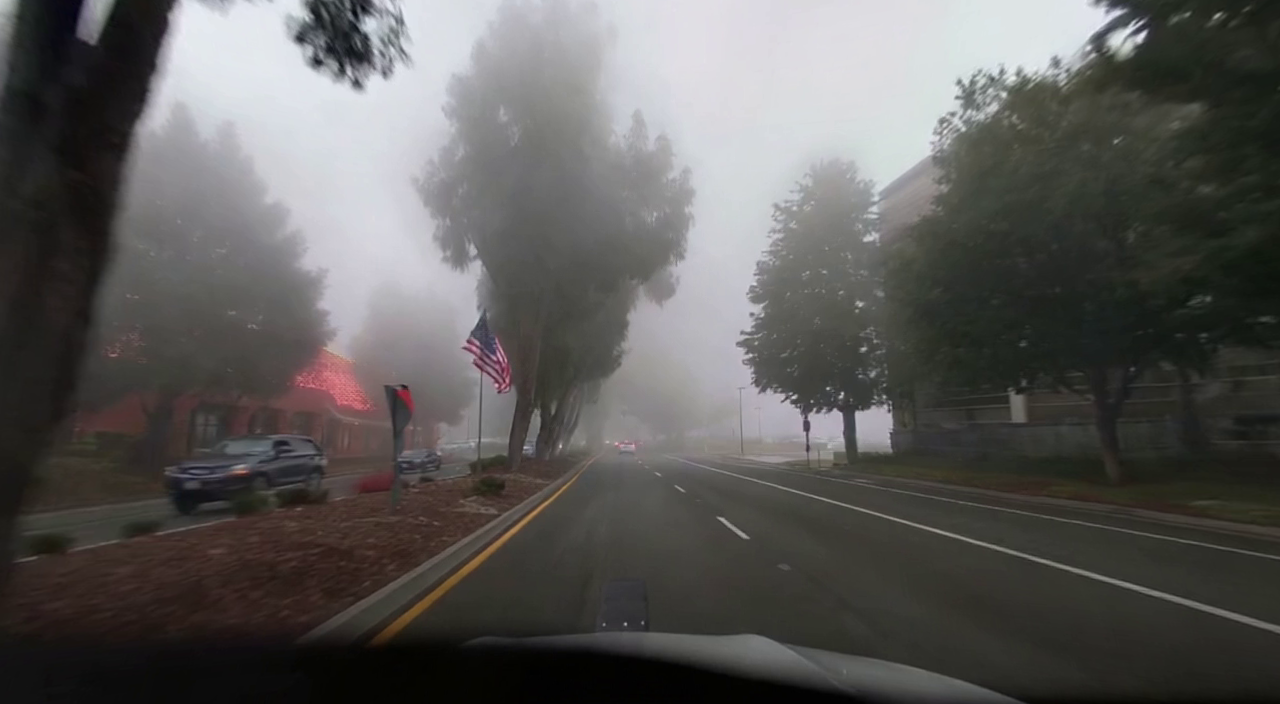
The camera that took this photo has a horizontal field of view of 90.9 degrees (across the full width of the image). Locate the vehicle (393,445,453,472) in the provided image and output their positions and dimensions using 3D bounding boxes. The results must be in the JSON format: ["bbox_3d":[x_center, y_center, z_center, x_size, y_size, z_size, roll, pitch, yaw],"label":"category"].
[{"bbox_3d":[-12.352,6.053,36.114,1.874,1.407,4.606,0,-8,-1],"label":"vehicle"}]

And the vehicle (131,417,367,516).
[{"bbox_3d":[-8.323,2.488,14.220,2.139,1.819,5.043,0,-8,-1],"label":"vehicle"}]
